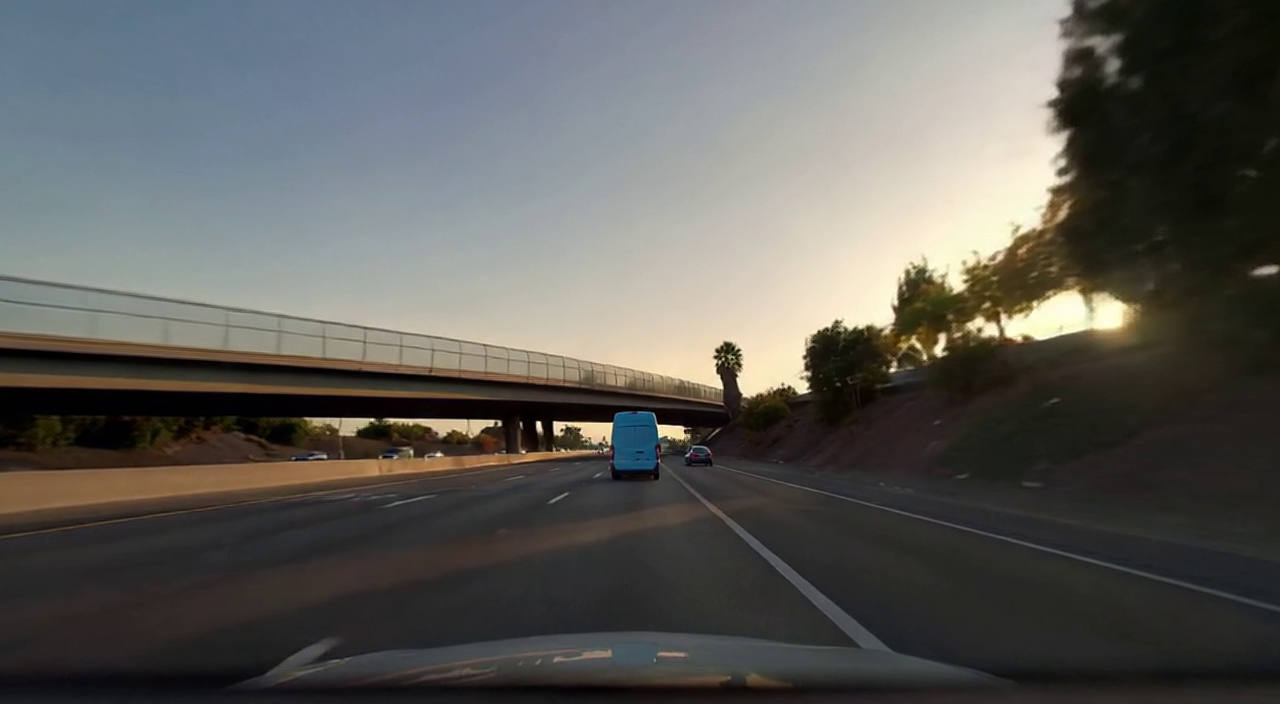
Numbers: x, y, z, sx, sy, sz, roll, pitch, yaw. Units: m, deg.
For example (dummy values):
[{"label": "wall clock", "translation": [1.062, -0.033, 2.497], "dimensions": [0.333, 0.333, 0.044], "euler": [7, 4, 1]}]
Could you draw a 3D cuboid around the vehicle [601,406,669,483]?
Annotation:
[{"label": "vehicle", "translation": [-0.055, 3.791, 25.754], "dimensions": [2.476, 2.776, 5.598], "euler": [0, -8, 2]}]

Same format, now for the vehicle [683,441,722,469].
[{"label": "vehicle", "translation": [3.803, 6.347, 38.854], "dimensions": [1.987, 1.648, 3.984], "euler": [0, -8, 0]}]
